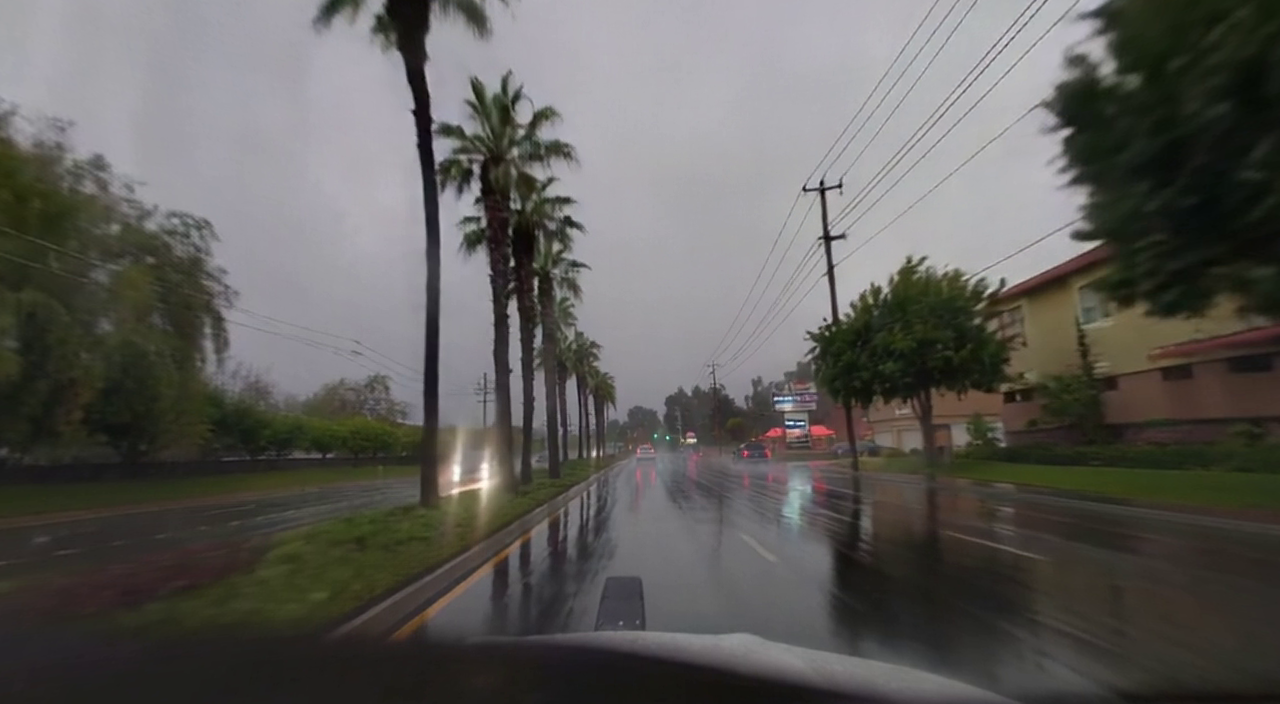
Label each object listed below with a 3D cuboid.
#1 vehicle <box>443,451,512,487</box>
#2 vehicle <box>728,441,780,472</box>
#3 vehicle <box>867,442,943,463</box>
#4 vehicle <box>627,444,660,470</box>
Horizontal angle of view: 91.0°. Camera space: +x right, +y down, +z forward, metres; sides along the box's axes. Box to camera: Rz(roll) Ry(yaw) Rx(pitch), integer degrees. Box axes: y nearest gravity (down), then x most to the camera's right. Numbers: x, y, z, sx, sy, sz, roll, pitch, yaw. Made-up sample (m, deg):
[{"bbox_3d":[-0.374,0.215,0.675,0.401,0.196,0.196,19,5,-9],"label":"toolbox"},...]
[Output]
[{"bbox_3d":[-7.712,5.574,30.357,1.959,1.535,4.707,-1,-9,1],"label":"vehicle"},{"bbox_3d":[6.782,6.267,37.990,2.252,1.718,4.617,0,-9,0],"label":"vehicle"},{"bbox_3d":[19.845,7.519,47.224,4.768,1.512,1.986,0,-9,1],"label":"vehicle"},{"bbox_3d":[0.241,7.161,43.089,2.138,1.702,4.168,0,-9,1],"label":"vehicle"}]
